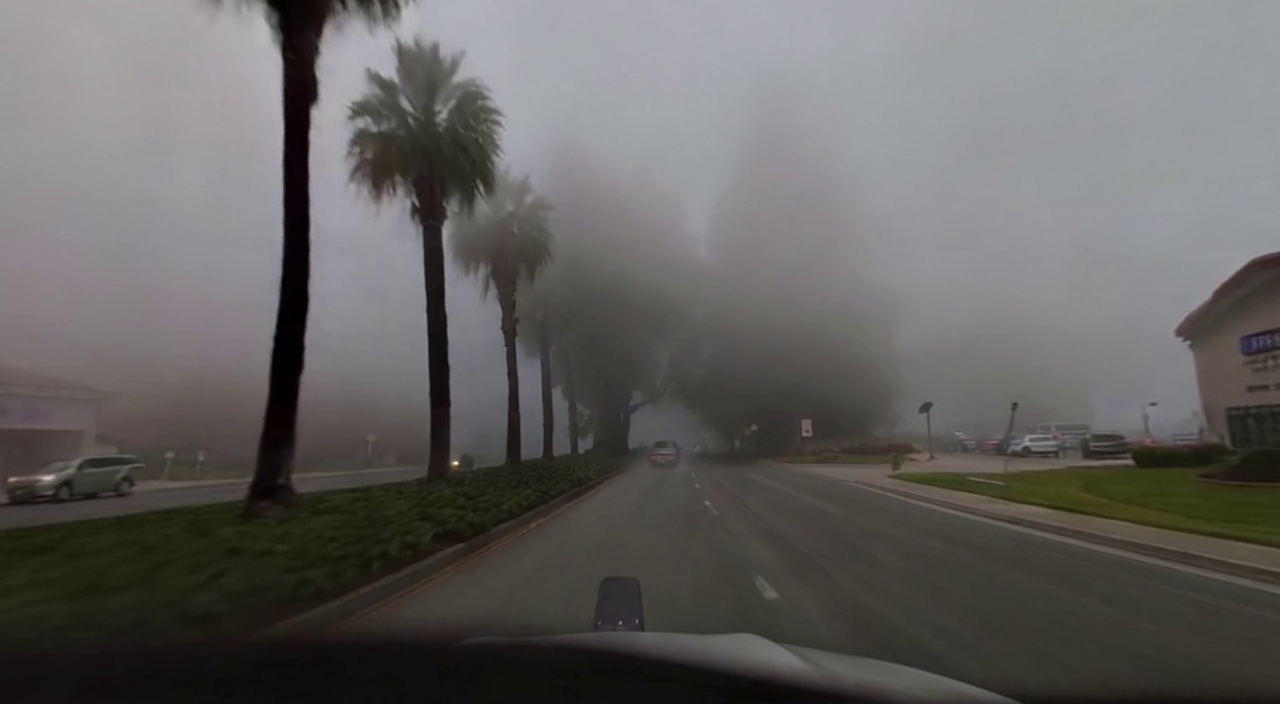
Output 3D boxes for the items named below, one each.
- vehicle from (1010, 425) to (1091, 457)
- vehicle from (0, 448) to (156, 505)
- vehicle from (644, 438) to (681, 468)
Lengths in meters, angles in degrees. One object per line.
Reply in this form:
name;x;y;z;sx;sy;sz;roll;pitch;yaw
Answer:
vehicle;25.540;5.593;39.535;2.194;1.840;4.659;-1;-9;5
vehicle;-21.819;4.717;24.438;2.294;1.935;4.783;0;-9;1
vehicle;1.421;6.231;39.030;2.147;1.745;4.648;-1;-9;3
